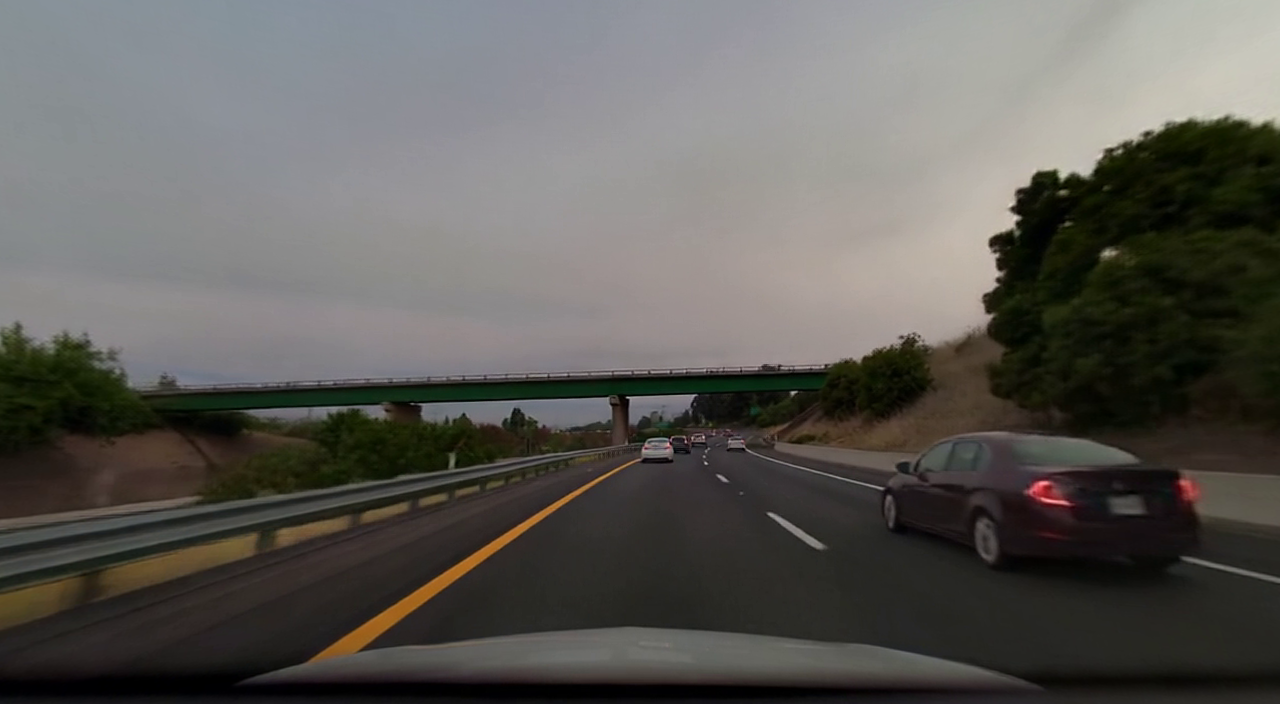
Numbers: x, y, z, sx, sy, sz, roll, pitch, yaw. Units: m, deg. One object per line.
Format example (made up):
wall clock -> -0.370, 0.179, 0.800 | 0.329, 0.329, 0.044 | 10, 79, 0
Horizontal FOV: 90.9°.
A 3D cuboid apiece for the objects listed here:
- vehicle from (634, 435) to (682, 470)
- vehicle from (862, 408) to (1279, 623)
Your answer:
vehicle -> 0.840, 4.474, 28.208 | 1.993, 1.461, 3.812 | -1, -8, 3
vehicle -> 4.216, 1.474, 6.712 | 2.163, 1.489, 4.470 | 0, -8, 2
